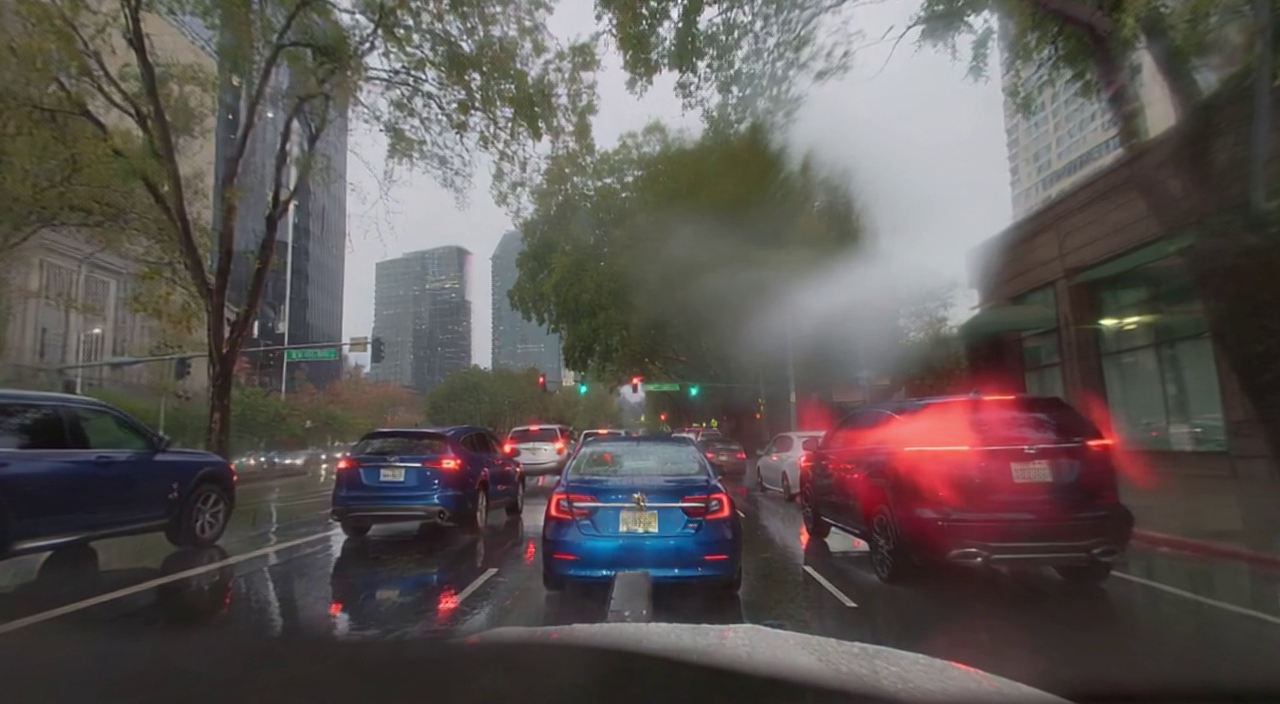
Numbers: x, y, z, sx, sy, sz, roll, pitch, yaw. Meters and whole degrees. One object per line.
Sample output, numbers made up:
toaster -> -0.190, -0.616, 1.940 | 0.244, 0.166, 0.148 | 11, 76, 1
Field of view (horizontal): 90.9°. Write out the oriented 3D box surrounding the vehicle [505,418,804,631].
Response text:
vehicle -> 0.091, 1.536, 6.587 | 2.147, 1.507, 3.953 | 0, -8, 0

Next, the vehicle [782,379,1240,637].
vehicle -> 3.095, 1.404, 6.650 | 2.108, 1.785, 4.334 | 0, -8, -1

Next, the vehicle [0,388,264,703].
vehicle -> -3.378, 0.770, 1.401 | 2.144, 1.505, 4.635 | -1, -8, 1

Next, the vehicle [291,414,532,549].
vehicle -> -3.345, 2.016, 10.463 | 2.168, 1.719, 4.561 | -1, -8, 2
